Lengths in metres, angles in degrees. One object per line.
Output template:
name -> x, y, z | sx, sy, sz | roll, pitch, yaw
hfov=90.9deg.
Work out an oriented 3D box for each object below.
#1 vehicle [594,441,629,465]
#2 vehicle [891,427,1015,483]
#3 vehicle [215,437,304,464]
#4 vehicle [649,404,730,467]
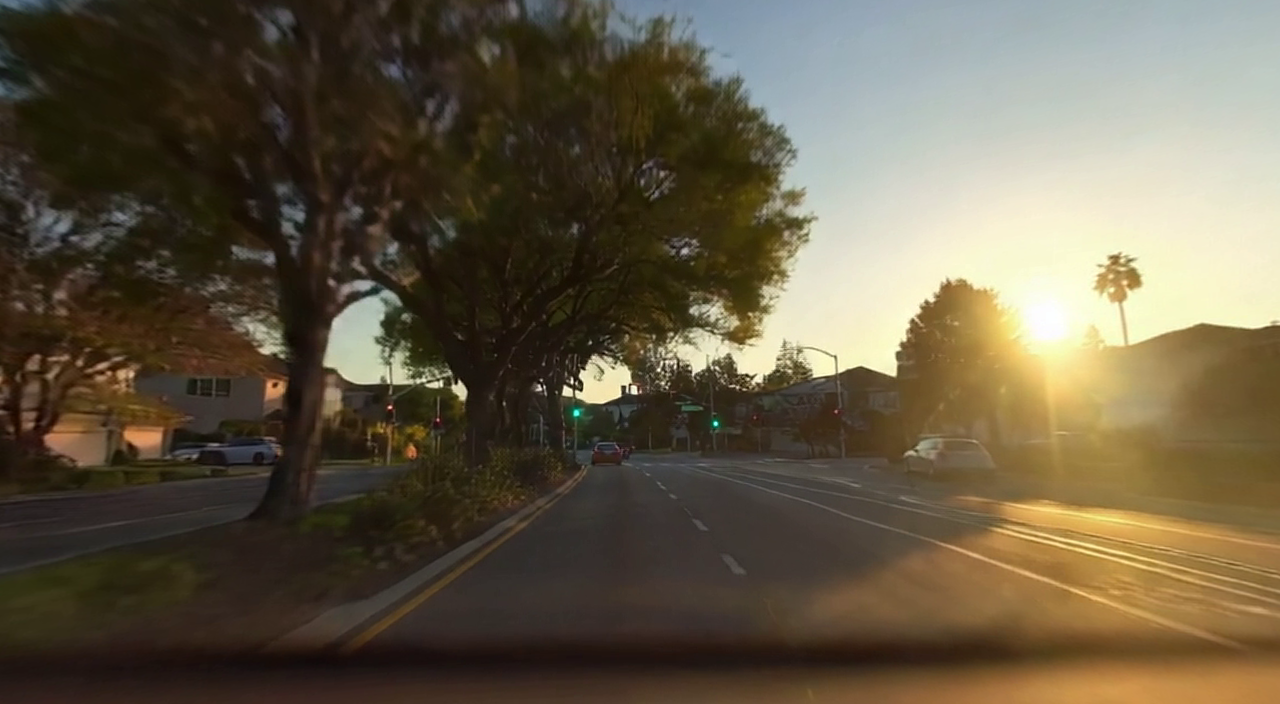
vehicle -> -1.911, 6.614, 41.338 | 2.113, 1.462, 4.203 | 1, -9, -4
vehicle -> 11.299, 3.767, 23.261 | 2.145, 1.795, 4.992 | 0, -9, 2
vehicle -> -24.355, 6.337, 40.516 | 4.348, 1.653, 1.948 | 2, -9, -11
vehicle -> 2.723, 5.338, 39.609 | 3.037, 3.261, 12.926 | 1, -9, -5
